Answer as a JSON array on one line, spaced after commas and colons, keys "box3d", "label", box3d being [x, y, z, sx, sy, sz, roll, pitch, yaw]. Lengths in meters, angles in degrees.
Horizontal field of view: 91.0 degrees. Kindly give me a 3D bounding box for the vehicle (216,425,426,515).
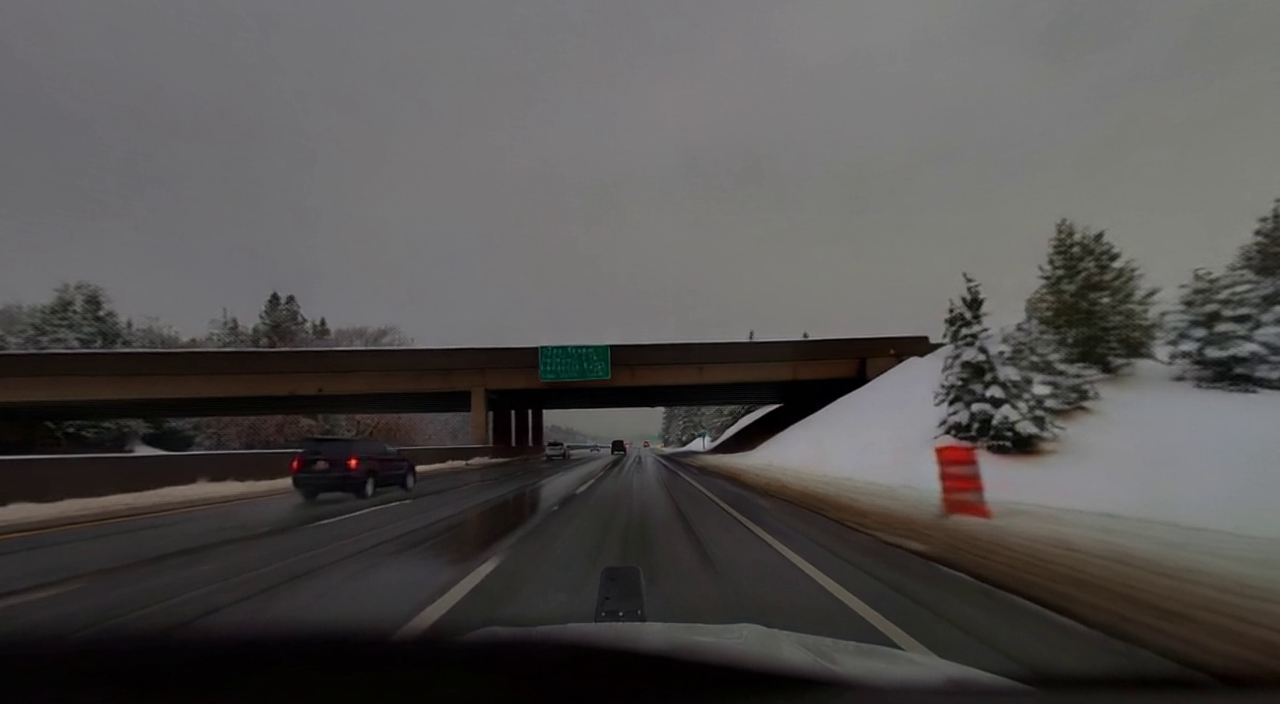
[{"box3d": [-6.993, 2.641, 14.659, 2.169, 1.701, 5.113, 0, -8, 0], "label": "vehicle"}]
